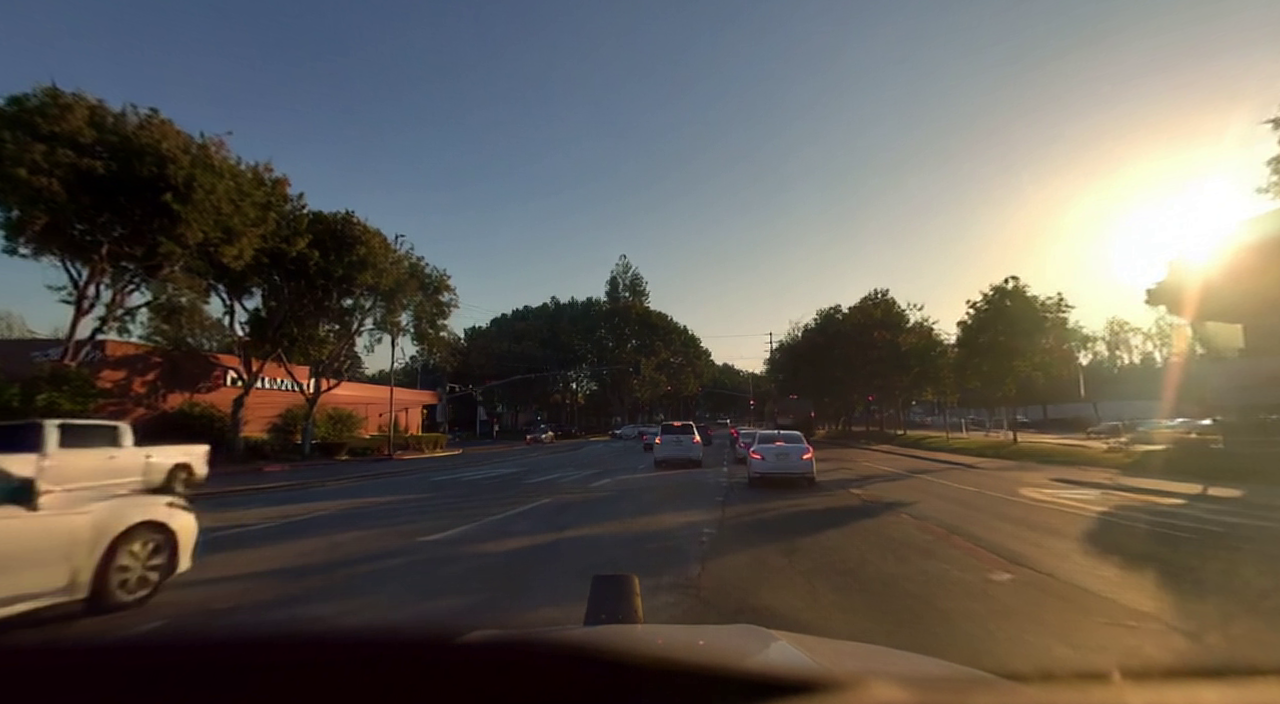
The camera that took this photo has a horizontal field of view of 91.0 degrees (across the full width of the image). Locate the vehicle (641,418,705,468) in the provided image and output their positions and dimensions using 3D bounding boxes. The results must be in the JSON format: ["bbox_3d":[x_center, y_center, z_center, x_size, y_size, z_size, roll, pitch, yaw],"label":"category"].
[{"bbox_3d":[1.465,3.774,26.028,2.188,1.892,4.488,-1,-9,9],"label":"vehicle"}]

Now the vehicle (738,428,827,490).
[{"bbox_3d":[3.884,2.973,17.834,2.109,1.500,4.585,-1,-9,9],"label":"vehicle"}]

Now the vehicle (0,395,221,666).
[{"bbox_3d":[-4.717,0.936,3.108,2.010,1.515,4.152,-1,-9,9],"label":"vehicle"}]

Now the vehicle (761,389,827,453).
[{"bbox_3d":[10.272,4.902,43.050,2.965,3.900,9.064,-1,-9,5],"label":"vehicle"}]
